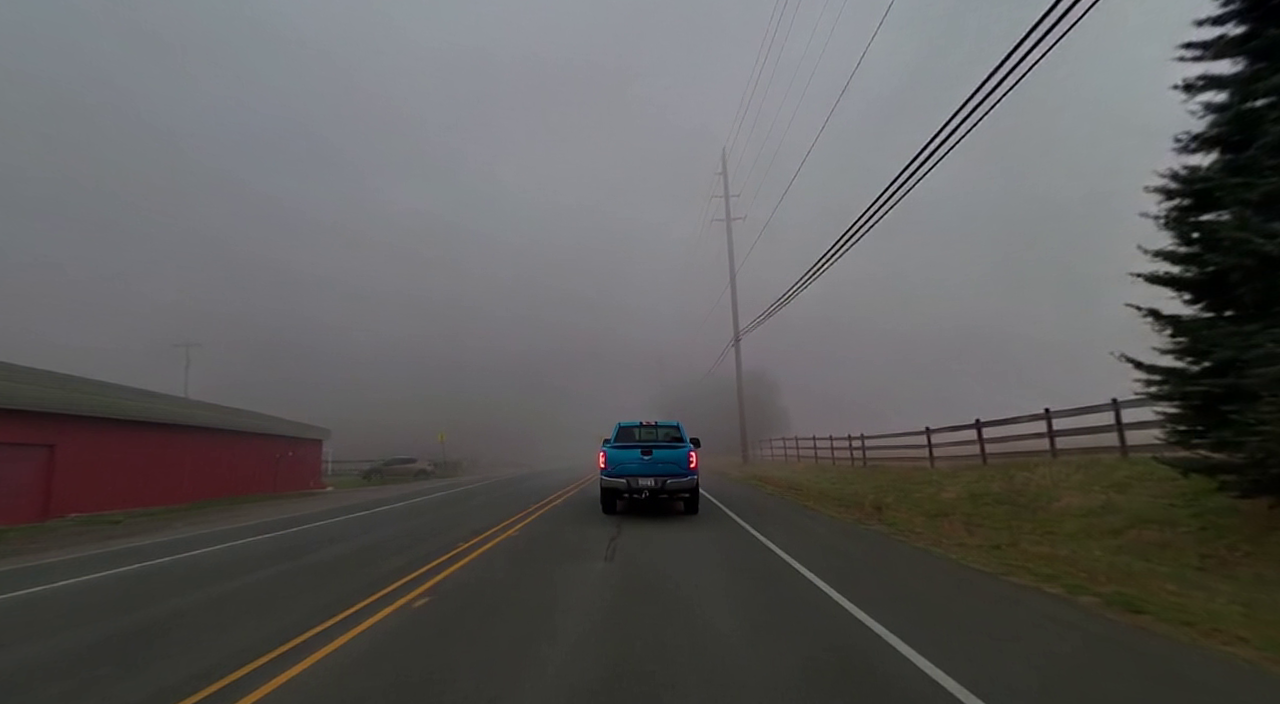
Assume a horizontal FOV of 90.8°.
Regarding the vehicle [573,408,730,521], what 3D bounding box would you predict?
[{"bbox_3d":[0.184,2.412,14.149,2.693,1.941,6.356,0,-8,0],"label":"vehicle"}]
